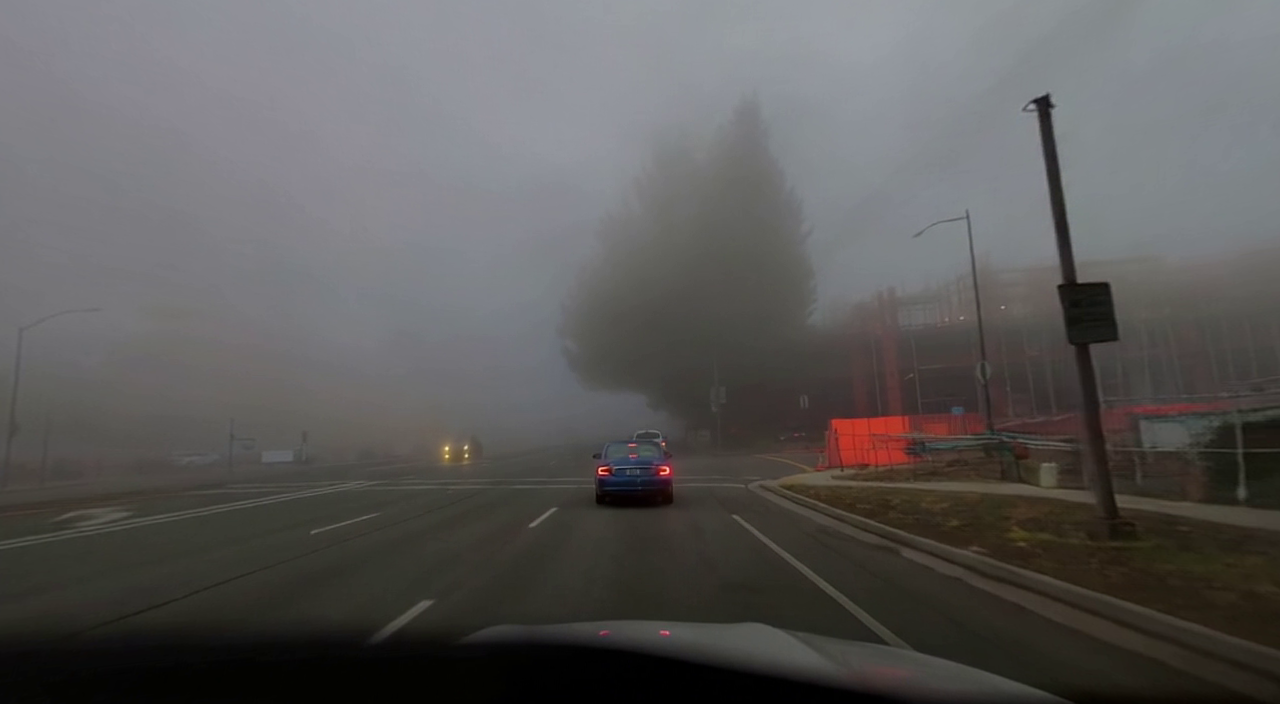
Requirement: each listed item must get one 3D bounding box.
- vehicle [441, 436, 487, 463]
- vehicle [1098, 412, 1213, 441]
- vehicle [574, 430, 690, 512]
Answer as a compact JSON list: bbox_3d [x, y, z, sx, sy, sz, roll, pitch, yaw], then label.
[{"bbox_3d":[-10.369,5.702,36.916,2.072,1.465,4.394,3,-9,-22],"label":"vehicle"},{"bbox_3d":[27.809,4.077,34.117,4.455,1.494,1.926,0,-9,1],"label":"vehicle"},{"bbox_3d":[-0.143,2.489,13.618,2.112,1.482,4.076,0,-8,0],"label":"vehicle"}]
